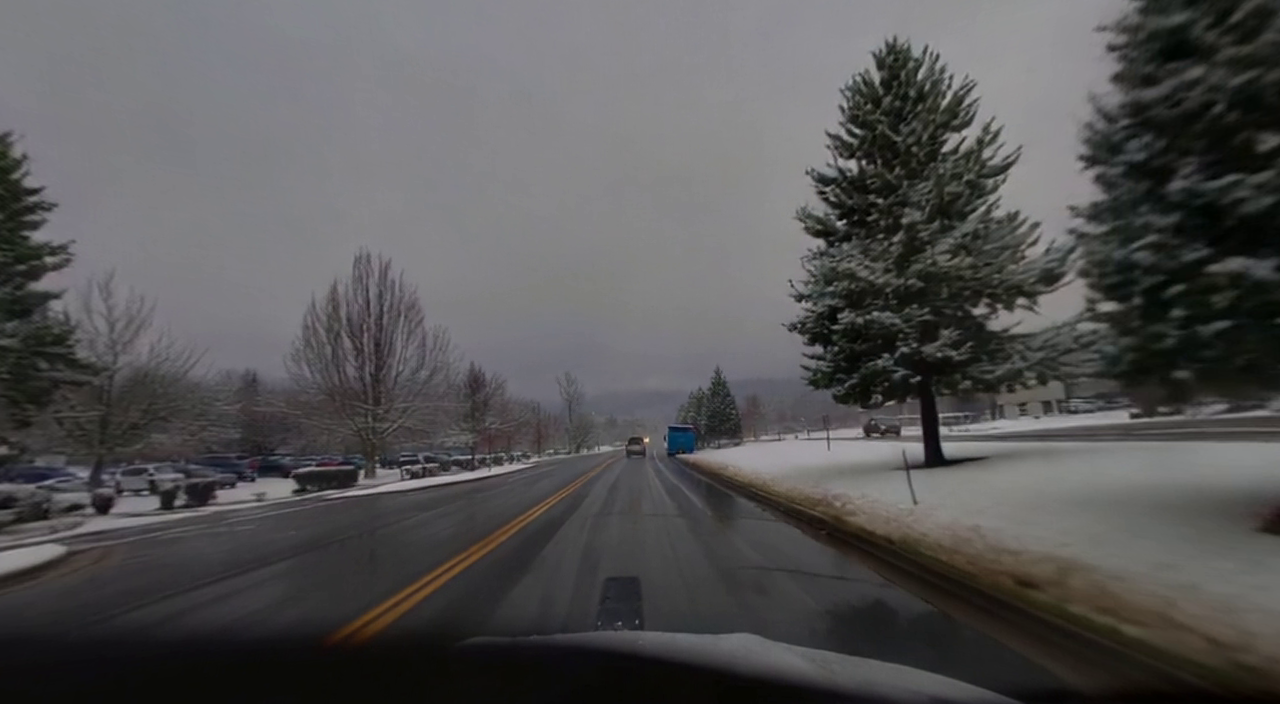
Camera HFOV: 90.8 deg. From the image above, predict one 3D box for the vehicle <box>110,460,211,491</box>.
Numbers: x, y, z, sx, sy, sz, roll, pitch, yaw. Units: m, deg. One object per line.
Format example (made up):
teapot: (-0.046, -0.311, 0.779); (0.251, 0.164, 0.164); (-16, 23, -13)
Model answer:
vehicle: (-33.707, 8.692, 44.508); (5.432, 1.791, 2.159); (-3, -9, 2)

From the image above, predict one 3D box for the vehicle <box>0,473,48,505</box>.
vehicle: (-32.000, 7.077, 32.710); (1.747, 1.468, 3.972); (7, -13, -41)

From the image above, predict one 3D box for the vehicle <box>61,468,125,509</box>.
vehicle: (-27.792, 6.912, 32.243); (1.930, 1.718, 4.438); (5, -10, -35)
